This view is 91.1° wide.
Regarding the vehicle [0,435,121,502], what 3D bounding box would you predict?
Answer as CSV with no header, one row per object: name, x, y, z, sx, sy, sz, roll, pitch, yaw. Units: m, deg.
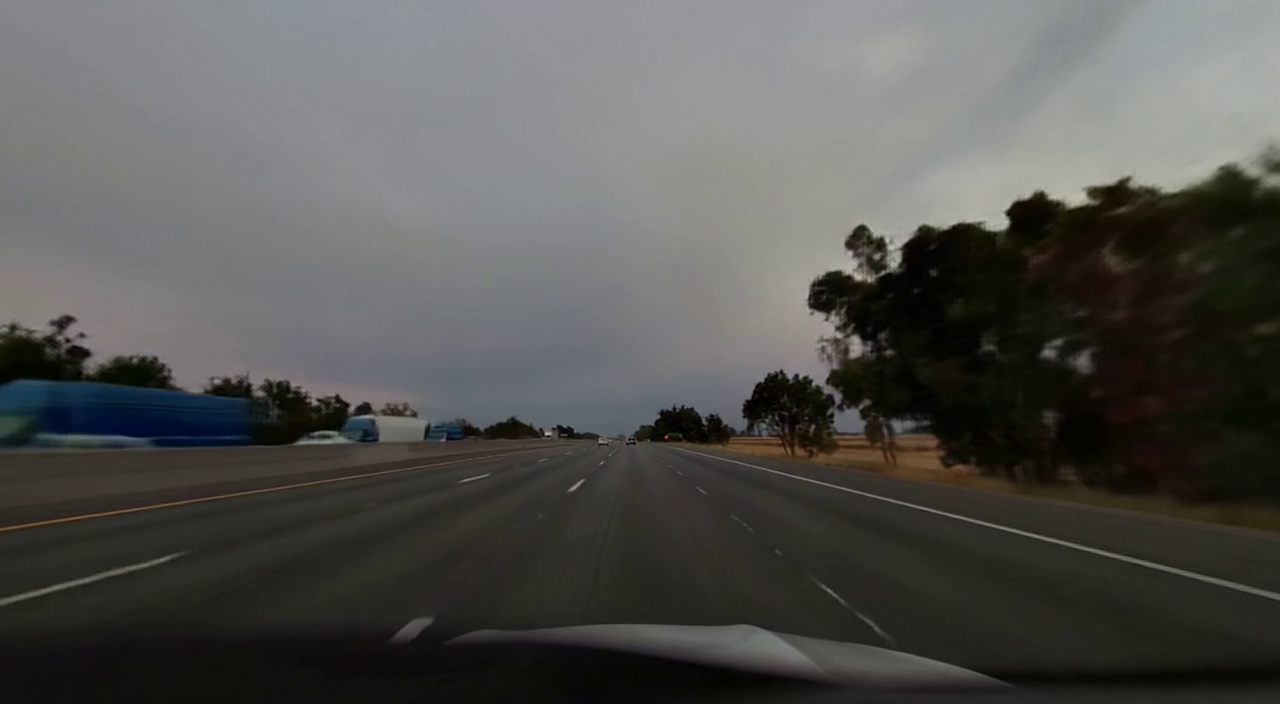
vehicle,-15.444,2.781,15.315,1.920,1.499,4.335,0,-8,-1

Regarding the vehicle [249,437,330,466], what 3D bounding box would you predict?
vehicle,-19.525,5.520,35.257,2.010,1.531,4.504,0,-8,-1

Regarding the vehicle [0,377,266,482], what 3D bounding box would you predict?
vehicle,-23.329,3.722,29.633,3.250,3.781,13.806,0,-8,-1
